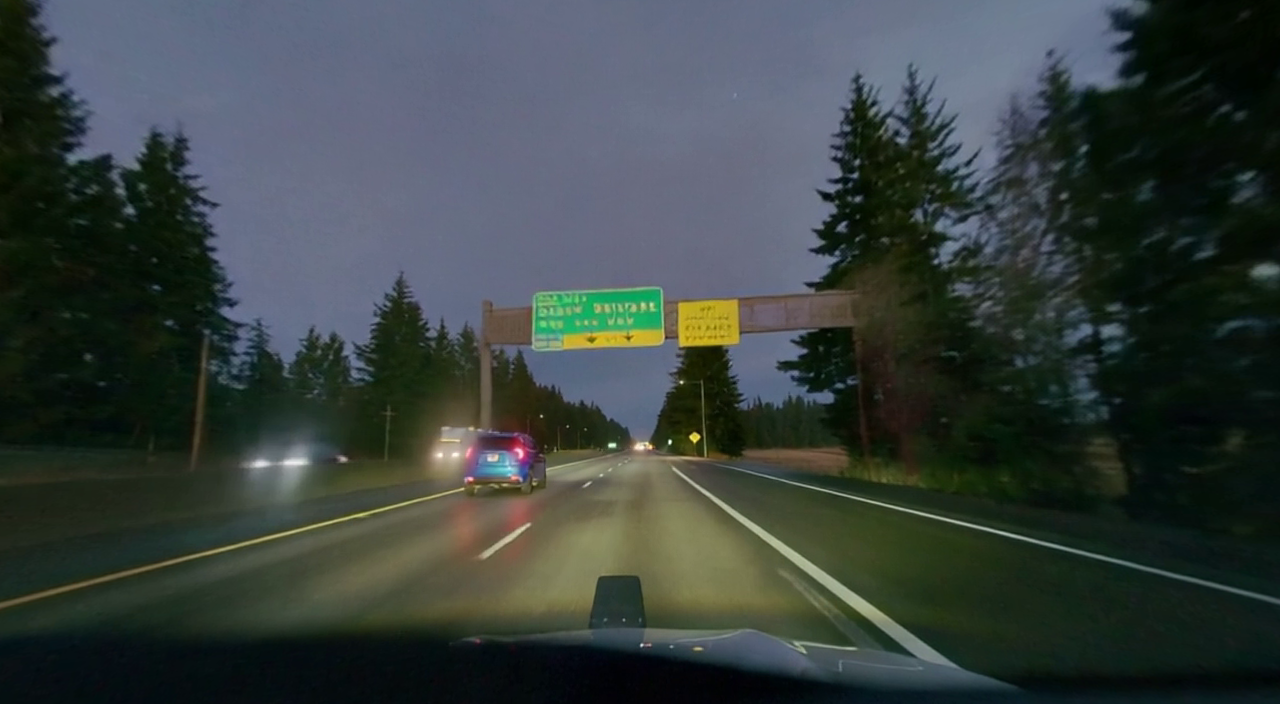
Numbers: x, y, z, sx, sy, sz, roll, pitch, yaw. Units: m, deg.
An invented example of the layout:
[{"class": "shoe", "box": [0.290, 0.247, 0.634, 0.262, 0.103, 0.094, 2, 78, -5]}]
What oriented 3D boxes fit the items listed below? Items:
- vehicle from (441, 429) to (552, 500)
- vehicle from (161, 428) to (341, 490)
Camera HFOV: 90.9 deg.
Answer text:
[{"class": "vehicle", "box": [-3.949, 3.172, 18.212, 2.084, 1.752, 4.479, -1, -8, 1]}, {"class": "vehicle", "box": [-13.586, 3.794, 22.770, 2.516, 1.910, 6.199, -1, -8, 1]}]
